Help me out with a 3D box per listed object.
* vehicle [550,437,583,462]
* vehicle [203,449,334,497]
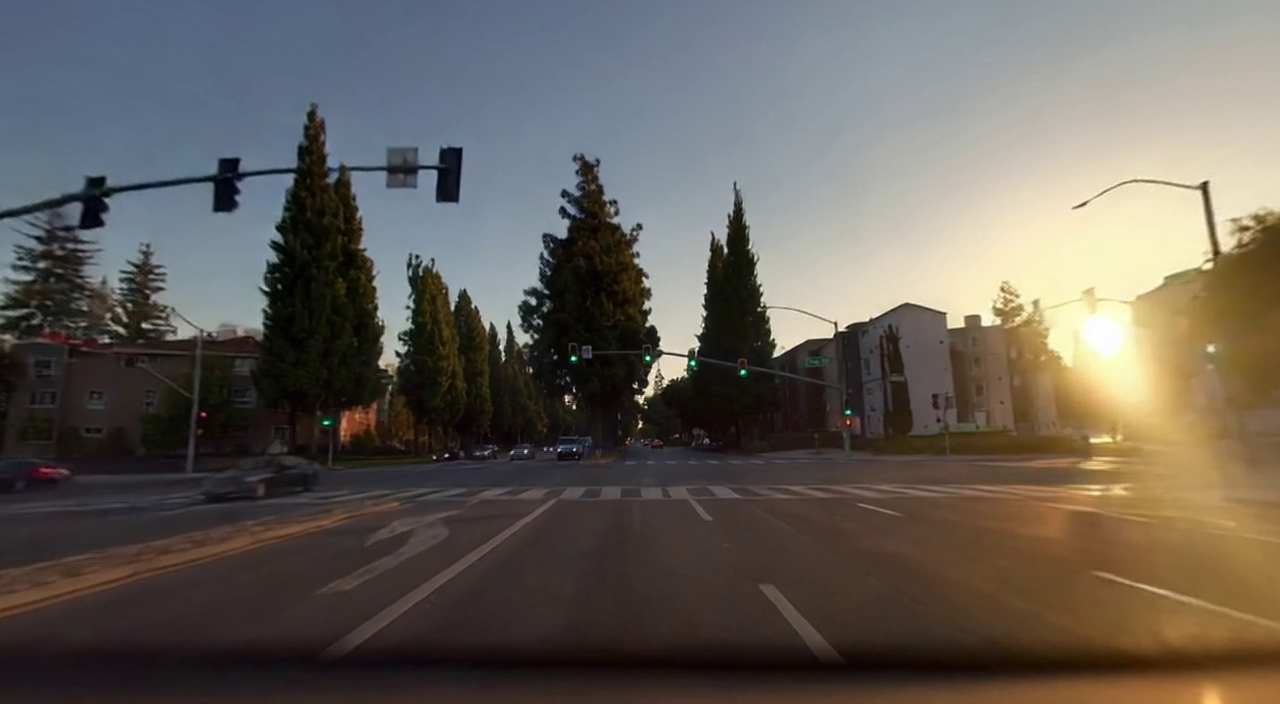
[{"bbox_3d":[-5.596,7.449,48.406,2.098,1.789,4.338,0,-8,-1],"label":"vehicle"},{"bbox_3d":[-12.040,3.921,20.840,1.890,1.358,3.988,-1,-8,0],"label":"vehicle"}]
